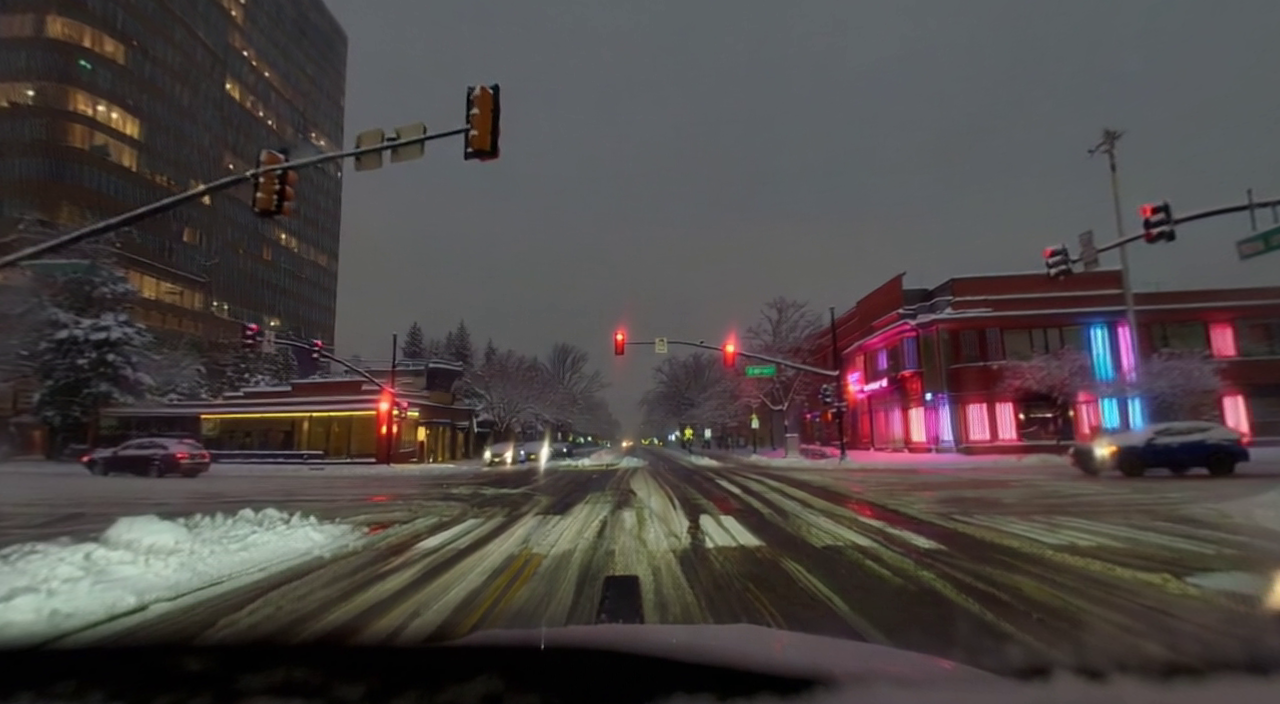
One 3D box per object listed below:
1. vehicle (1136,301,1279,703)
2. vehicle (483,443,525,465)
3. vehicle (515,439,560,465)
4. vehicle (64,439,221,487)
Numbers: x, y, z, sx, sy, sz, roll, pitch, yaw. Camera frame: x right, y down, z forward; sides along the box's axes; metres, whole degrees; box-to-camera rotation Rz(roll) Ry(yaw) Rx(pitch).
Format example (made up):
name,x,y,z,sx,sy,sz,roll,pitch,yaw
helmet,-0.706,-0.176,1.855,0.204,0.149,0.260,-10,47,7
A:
name,x,y,z,sx,sy,sz,roll,pitch,yaw
vehicle,2.935,0.431,0.124,2.049,1.691,4.447,0,-9,1
vehicle,-9.935,7.465,46.421,2.106,1.505,4.228,0,-9,0
vehicle,-6.882,6.803,43.087,2.181,1.703,4.512,-1,-9,2
vehicle,-21.209,4.702,27.041,5.161,1.910,2.275,-2,-9,11
